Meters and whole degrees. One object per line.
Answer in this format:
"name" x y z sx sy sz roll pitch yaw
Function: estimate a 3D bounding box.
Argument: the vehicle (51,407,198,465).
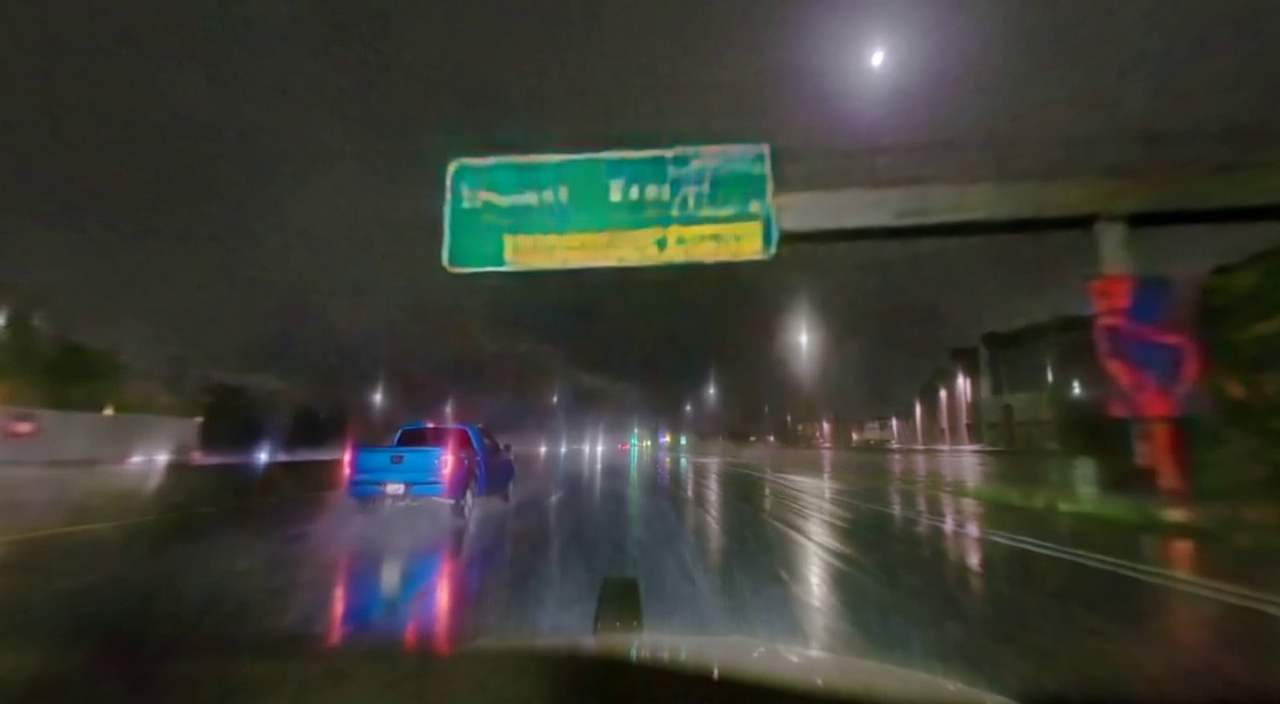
"vehicle" -36.179 6.025 44.986 2.794 3.706 9.037 0 -8 -1

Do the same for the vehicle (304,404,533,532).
"vehicle" -4.019 2.269 13.045 2.529 2.003 5.904 0 -8 1
